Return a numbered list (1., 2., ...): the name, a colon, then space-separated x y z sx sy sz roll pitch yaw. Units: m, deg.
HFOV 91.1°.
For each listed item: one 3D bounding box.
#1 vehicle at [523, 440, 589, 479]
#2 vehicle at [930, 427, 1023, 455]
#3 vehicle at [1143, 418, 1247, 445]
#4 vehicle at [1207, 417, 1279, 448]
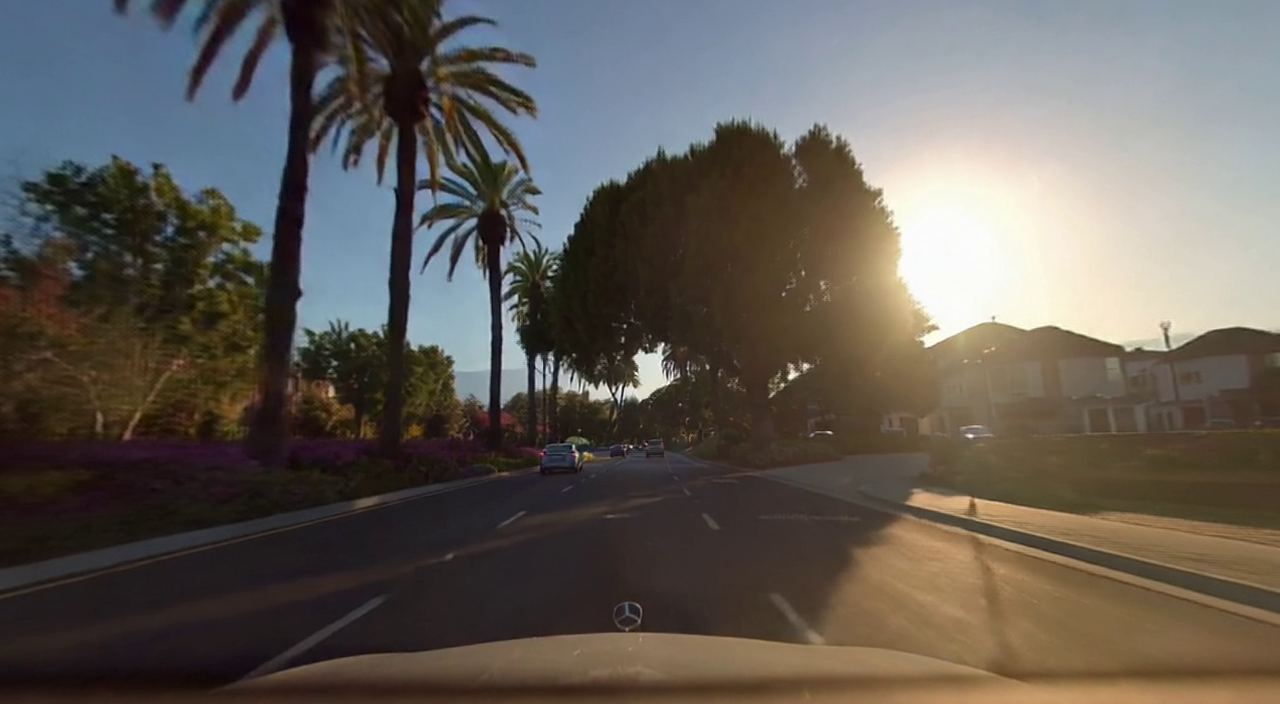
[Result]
1. vehicle: -3.417 4.501 26.513 2.036 1.478 4.508 0 -9 2
2. vehicle: 19.914 5.302 37.274 4.364 1.609 1.917 -1 -9 7
3. vehicle: 32.828 4.723 37.232 4.151 1.525 1.875 -1 -9 6
4. vehicle: 31.805 4.065 31.496 4.570 1.521 1.887 -1 -9 9
